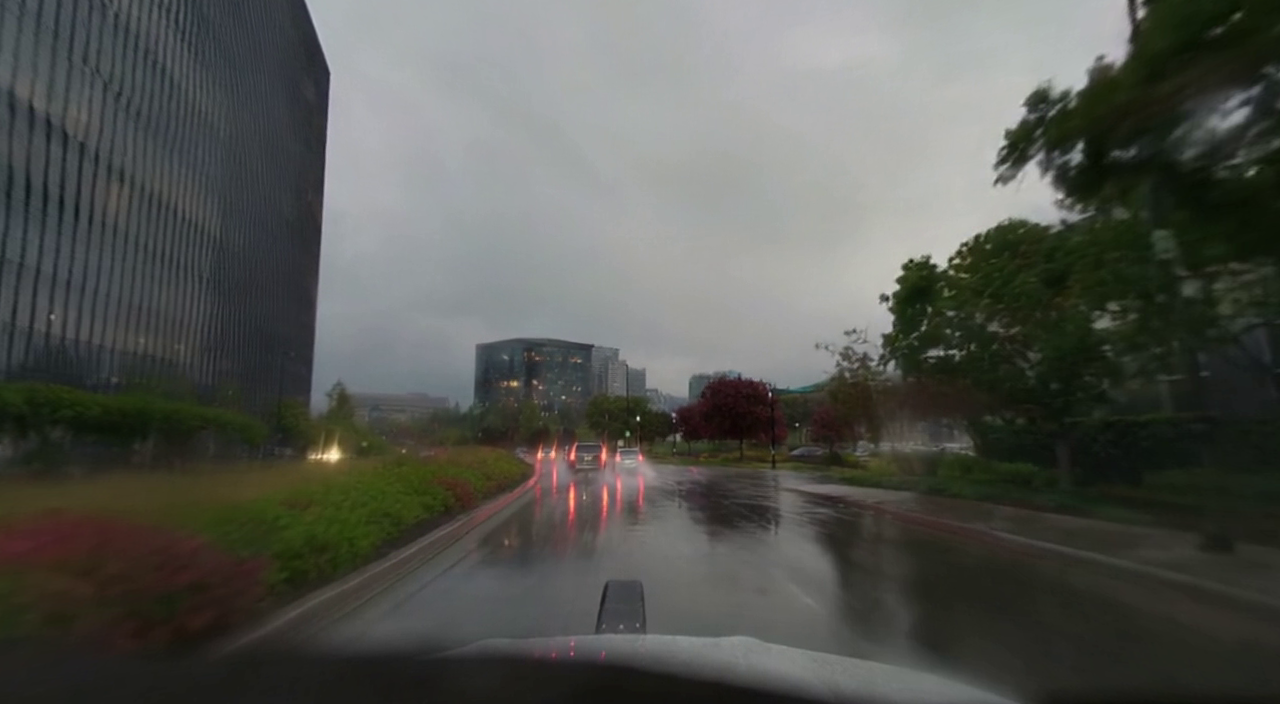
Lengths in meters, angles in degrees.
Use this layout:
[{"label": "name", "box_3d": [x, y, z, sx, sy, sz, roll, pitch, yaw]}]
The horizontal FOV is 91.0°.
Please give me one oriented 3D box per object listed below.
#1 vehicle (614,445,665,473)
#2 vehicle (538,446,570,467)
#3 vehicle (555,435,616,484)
[{"label": "vehicle", "box_3d": [-0.102, 6.122, 36.171, 2.116, 1.506, 4.355, 2, -9, -11]}, {"label": "vehicle", "box_3d": [-6.798, 8.166, 49.260, 2.029, 1.515, 4.494, 2, -9, -13]}, {"label": "vehicle", "box_3d": [-2.188, 4.240, 25.032, 2.173, 1.761, 4.374, 1, -9, -6]}]
